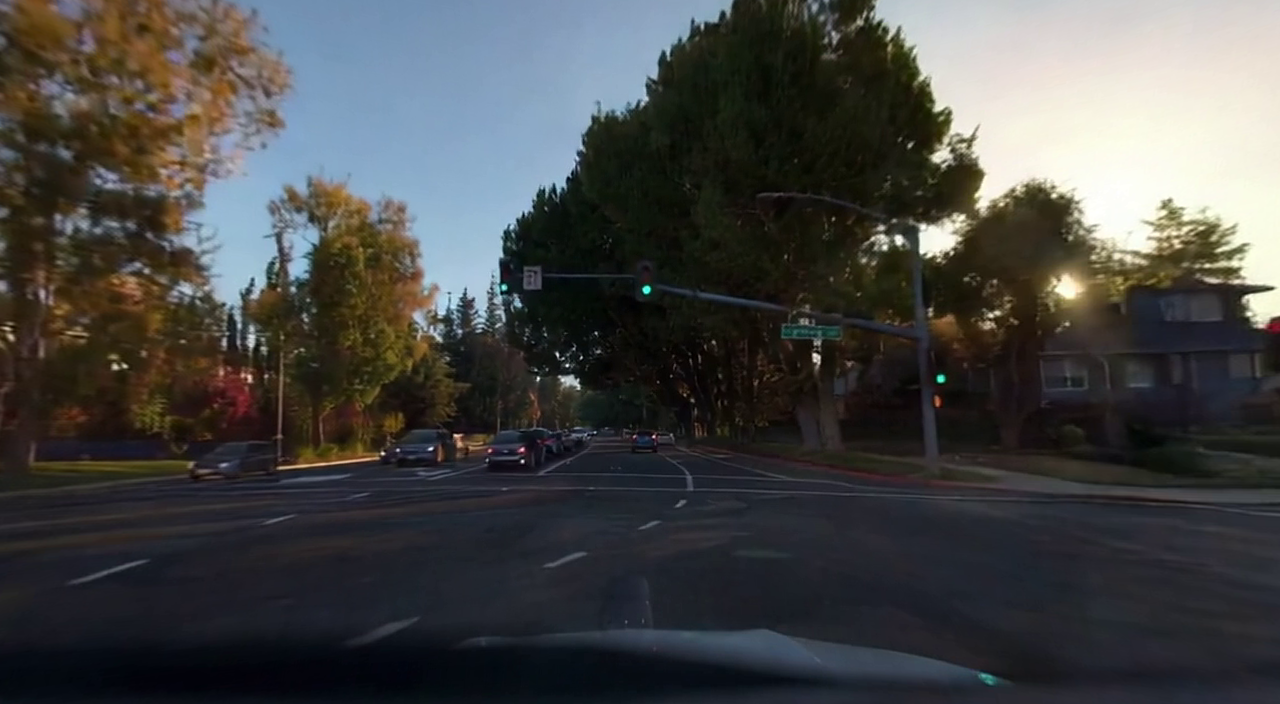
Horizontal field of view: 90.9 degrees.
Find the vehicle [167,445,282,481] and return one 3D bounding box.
[{"bbox_3d":[-18.480,4.922,28.348,1.915,1.477,4.411,-1,-8,5],"label":"vehicle"}]

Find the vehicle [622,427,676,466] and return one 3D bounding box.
[{"bbox_3d":[0.381,4.564,30.639,2.437,1.737,4.420,0,-8,0],"label":"vehicle"}]

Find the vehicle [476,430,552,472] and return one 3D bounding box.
[{"bbox_3d":[-4.799,3.849,24.691,1.994,1.494,4.599,0,-8,1],"label":"vehicle"}]

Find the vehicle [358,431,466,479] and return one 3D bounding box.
[{"bbox_3d":[-7.848,3.588,22.264,2.154,1.499,4.461,0,-8,0],"label":"vehicle"}]
